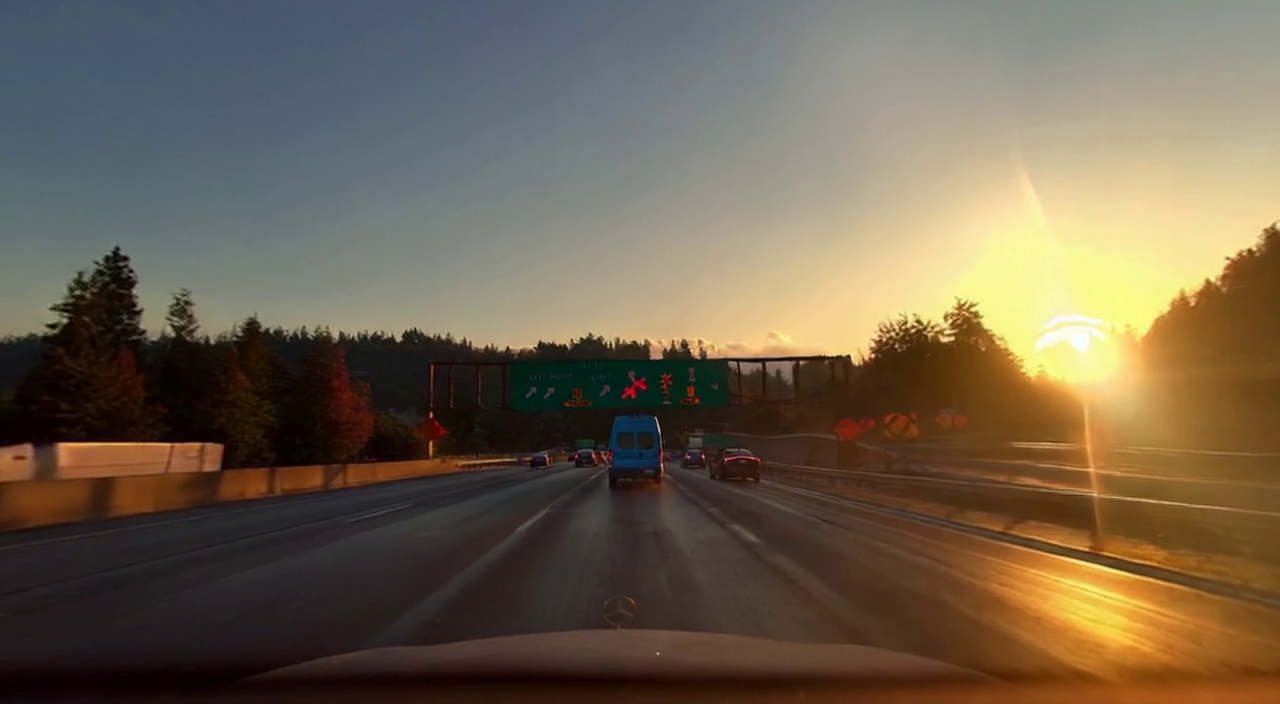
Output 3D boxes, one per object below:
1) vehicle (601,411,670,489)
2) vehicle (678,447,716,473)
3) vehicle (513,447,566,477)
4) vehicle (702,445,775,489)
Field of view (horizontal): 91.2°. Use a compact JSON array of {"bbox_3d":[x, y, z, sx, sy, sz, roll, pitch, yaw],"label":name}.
[{"bbox_3d":[-0.194,3.655,23.475,2.268,2.551,5.144,0,-9,-1],"label":"vehicle"},{"bbox_3d":[3.447,6.659,38.870,1.978,1.510,4.462,0,-9,1],"label":"vehicle"},{"bbox_3d":[-5.293,5.856,33.604,2.003,1.498,4.386,-1,-9,1],"label":"vehicle"},{"bbox_3d":[3.700,4.419,24.454,2.015,1.491,4.732,0,-9,-1],"label":"vehicle"}]
